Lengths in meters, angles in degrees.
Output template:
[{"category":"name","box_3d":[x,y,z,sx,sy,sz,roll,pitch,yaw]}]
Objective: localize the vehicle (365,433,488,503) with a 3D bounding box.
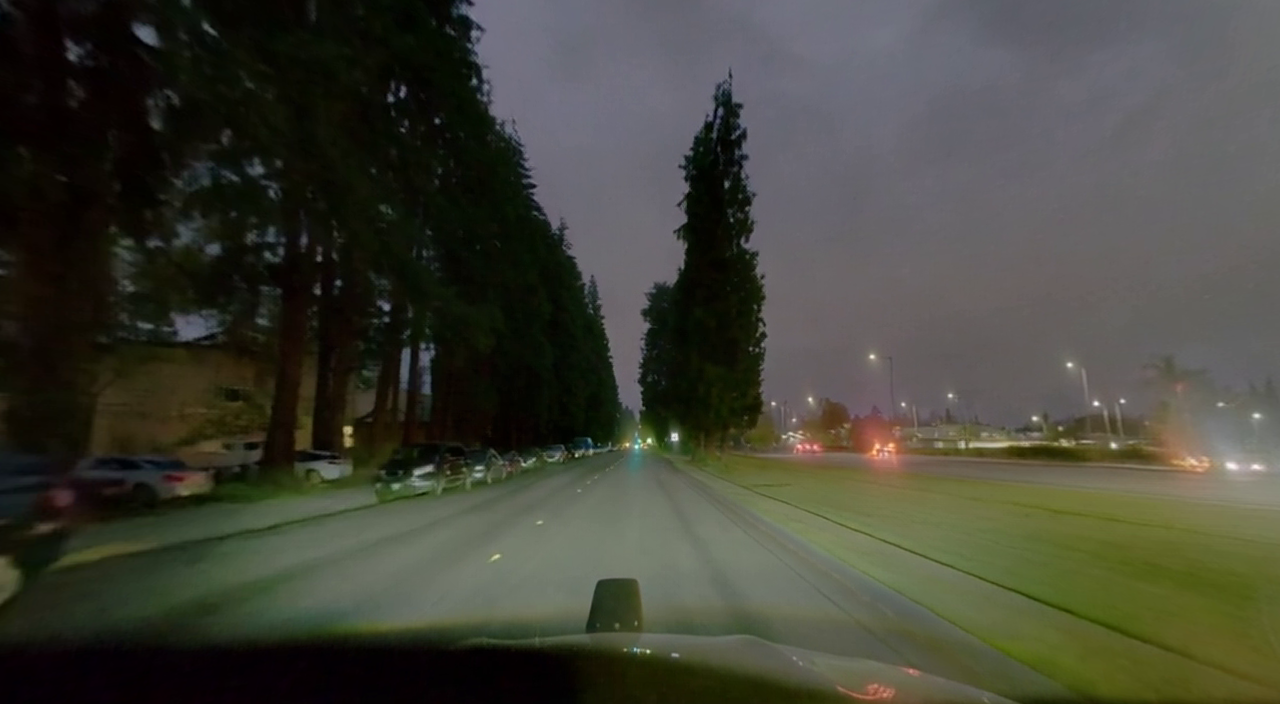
[{"category":"vehicle","box_3d":[-6.544,3.604,20.065,2.020,1.842,5.116,1,-8,1]}]

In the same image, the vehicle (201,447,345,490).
[{"category":"vehicle","box_3d":[-14.019,4.449,24.264,4.189,1.450,2.196,-1,-9,0]}]

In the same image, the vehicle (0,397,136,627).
[{"category":"vehicle","box_3d":[-6.467,1.107,3.753,2.350,1.892,5.542,1,-8,-1]}]
